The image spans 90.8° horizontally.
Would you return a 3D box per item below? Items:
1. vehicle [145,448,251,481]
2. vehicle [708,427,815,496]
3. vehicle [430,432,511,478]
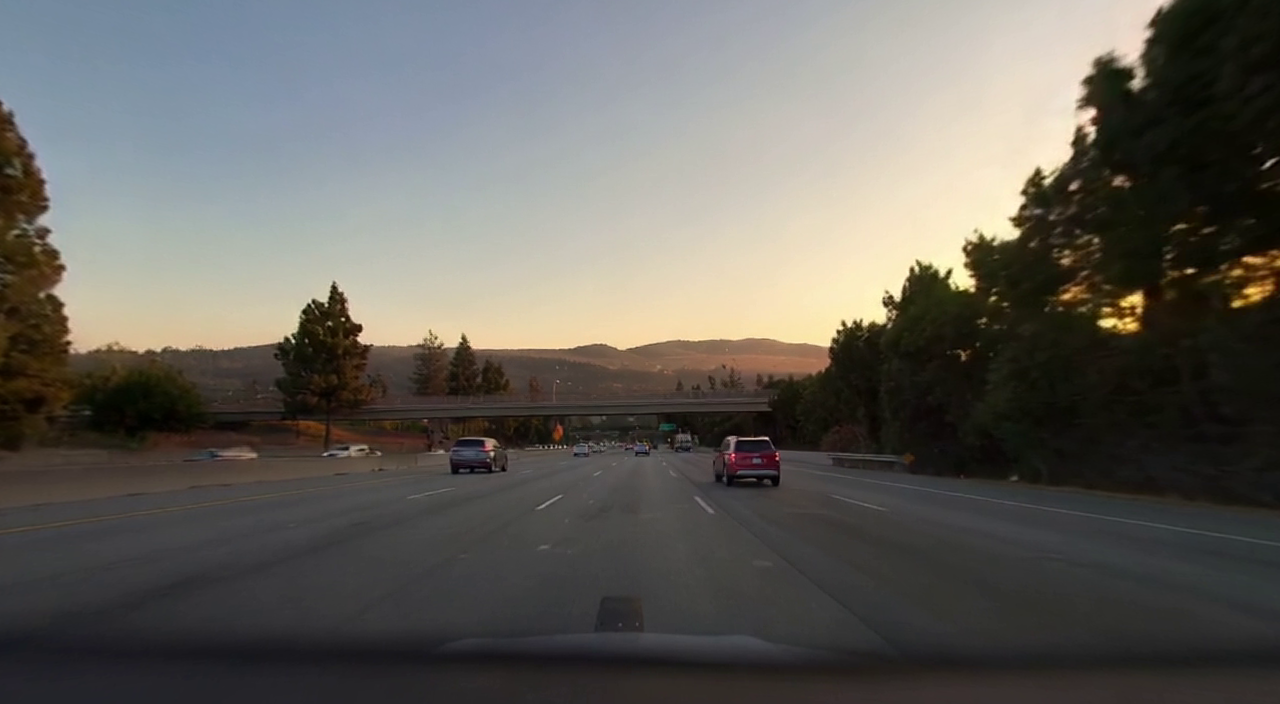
[{"bbox_3d":[-21.846,5.553,31.537,1.818,1.484,4.785,0,-9,0],"label":"vehicle"},{"bbox_3d":[3.374,3.166,18.618,2.185,1.749,4.477,0,-9,-1],"label":"vehicle"},{"bbox_3d":[-7.464,4.595,28.399,2.193,1.818,4.995,0,-9,1],"label":"vehicle"}]
